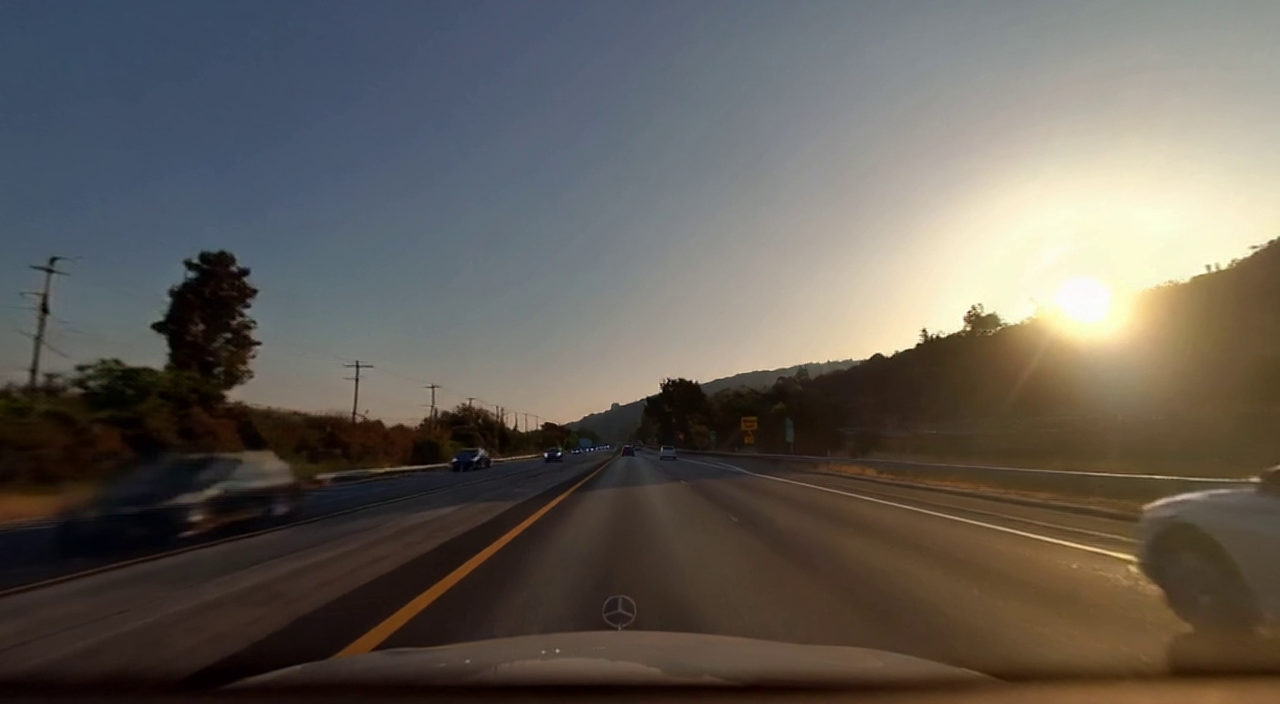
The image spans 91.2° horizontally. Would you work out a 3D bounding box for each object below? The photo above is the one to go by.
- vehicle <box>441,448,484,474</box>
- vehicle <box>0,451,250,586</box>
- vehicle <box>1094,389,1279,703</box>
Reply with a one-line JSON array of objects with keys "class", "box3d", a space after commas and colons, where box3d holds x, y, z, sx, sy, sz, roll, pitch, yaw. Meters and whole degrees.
[{"class": "vehicle", "box3d": [-13.587, 8.362, 48.267, 2.110, 1.813, 4.799, 0, -9, -3]}, {"class": "vehicle", "box3d": [-8.456, 2.344, 9.709, 1.932, 1.559, 4.173, -1, -9, 4]}, {"class": "vehicle", "box3d": [4.158, 0.811, 2.108, 2.001, 1.555, 4.098, 0, -9, -3]}]
